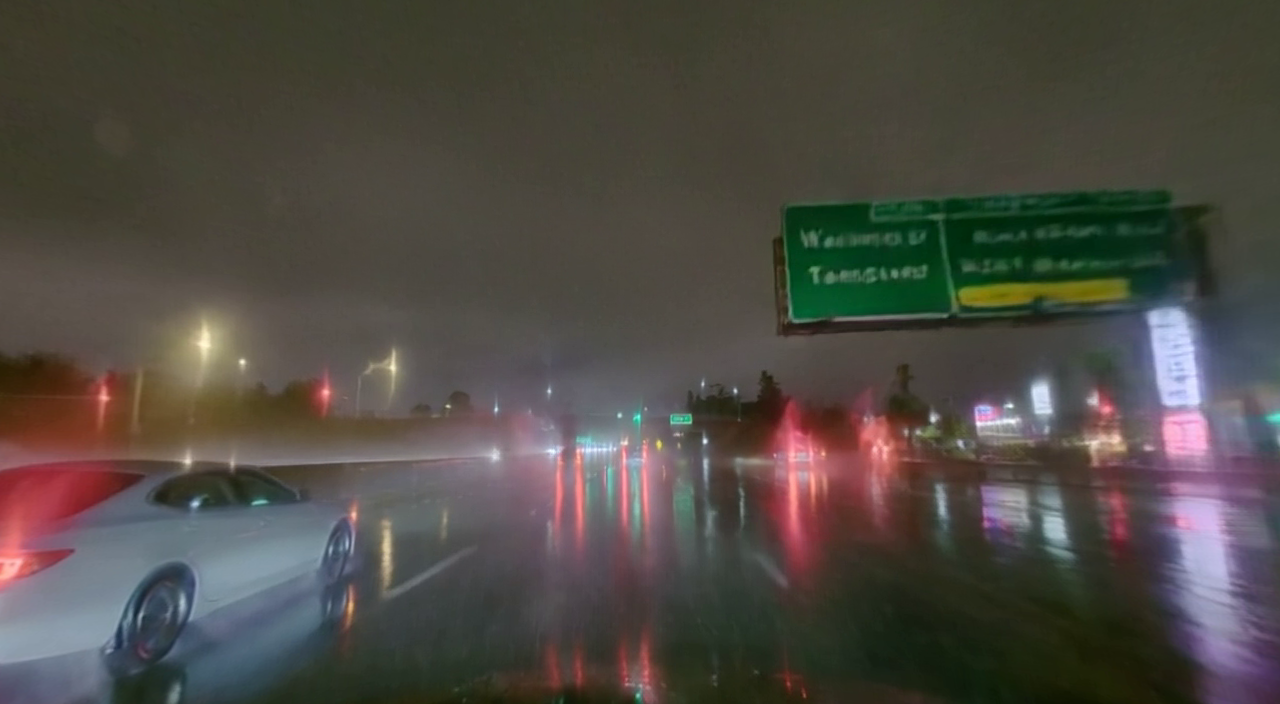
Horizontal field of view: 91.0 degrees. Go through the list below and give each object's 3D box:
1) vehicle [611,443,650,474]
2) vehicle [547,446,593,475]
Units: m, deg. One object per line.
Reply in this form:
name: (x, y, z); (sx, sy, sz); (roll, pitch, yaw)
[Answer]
vehicle: (-0.495, 6.156, 36.651); (2.102, 1.692, 4.057); (0, -9, 1)
vehicle: (-4.089, 6.412, 37.461); (2.071, 1.553, 4.388); (0, -9, 2)
